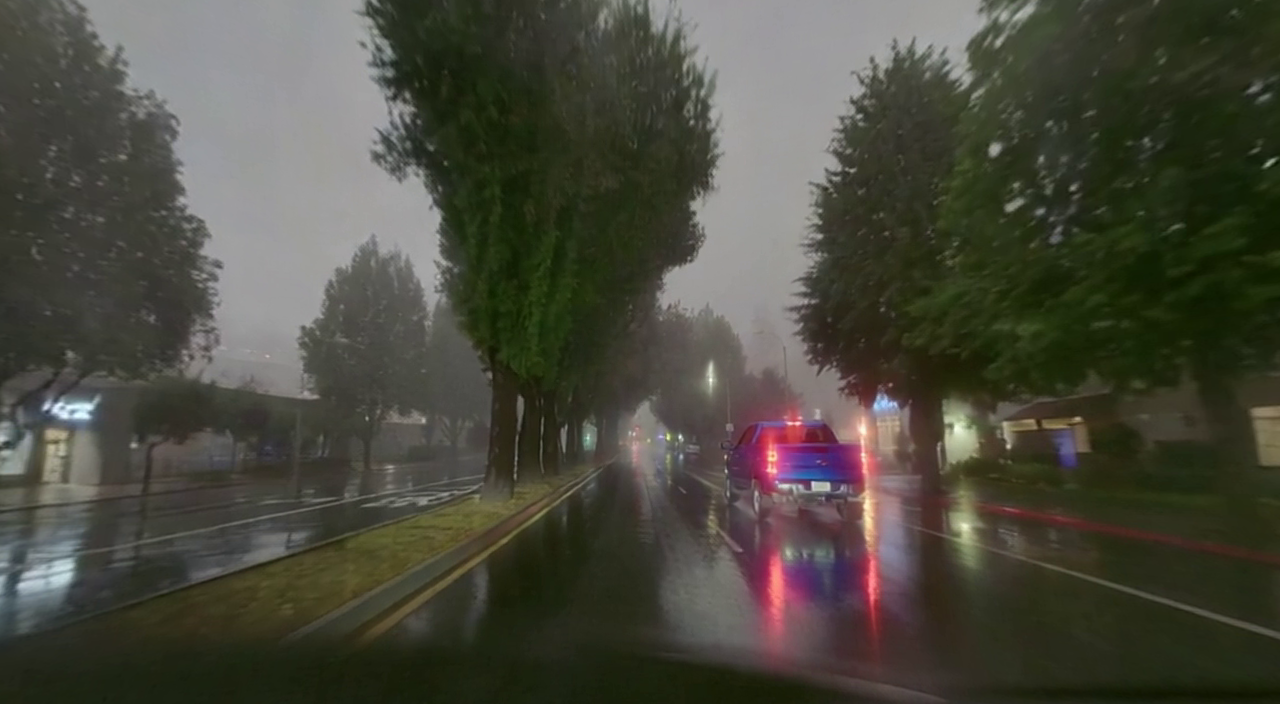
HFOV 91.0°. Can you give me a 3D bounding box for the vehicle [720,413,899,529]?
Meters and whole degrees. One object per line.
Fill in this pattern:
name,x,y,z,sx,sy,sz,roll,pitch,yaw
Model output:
vehicle,3.060,2.297,12.807,2.085,1.828,5.383,0,-8,-1
